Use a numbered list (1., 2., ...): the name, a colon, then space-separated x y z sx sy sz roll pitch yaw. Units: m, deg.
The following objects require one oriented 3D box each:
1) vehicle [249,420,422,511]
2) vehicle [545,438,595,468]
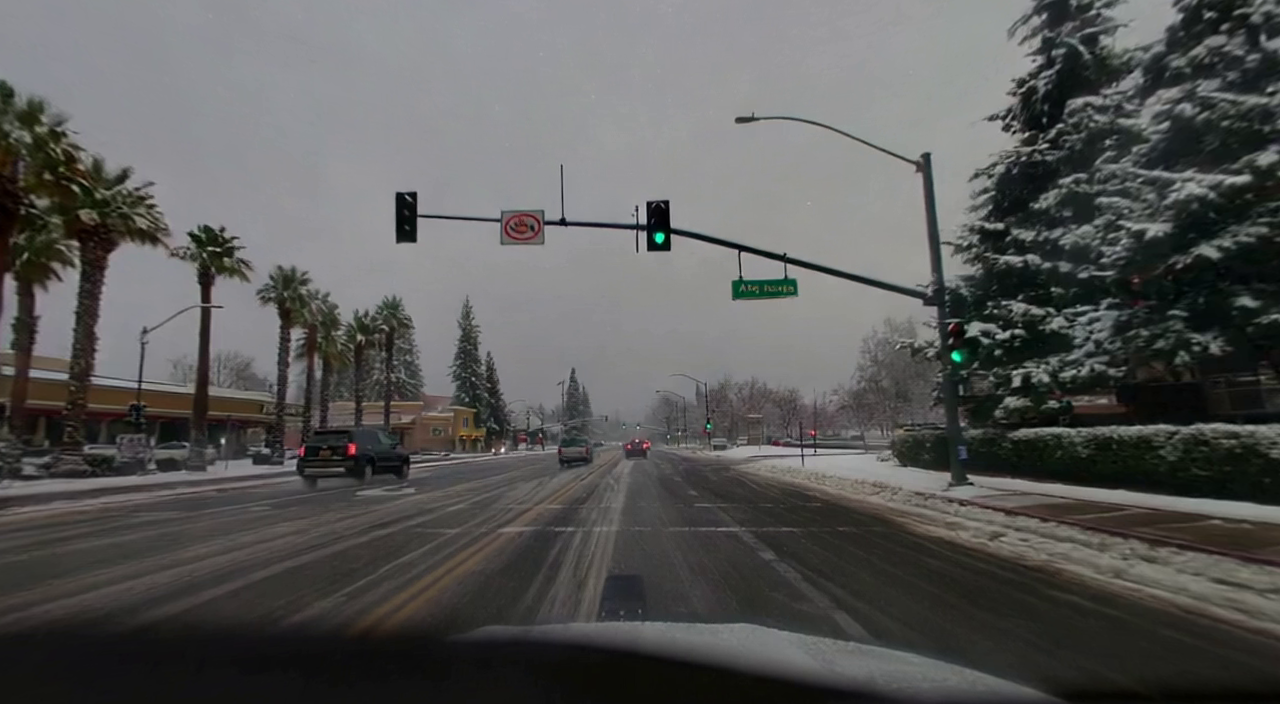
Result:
1. vehicle: -6.649 2.531 14.464 2.022 1.746 4.406 1 -9 -5
2. vehicle: -3.602 5.313 33.282 2.181 1.483 4.123 0 -9 -1
